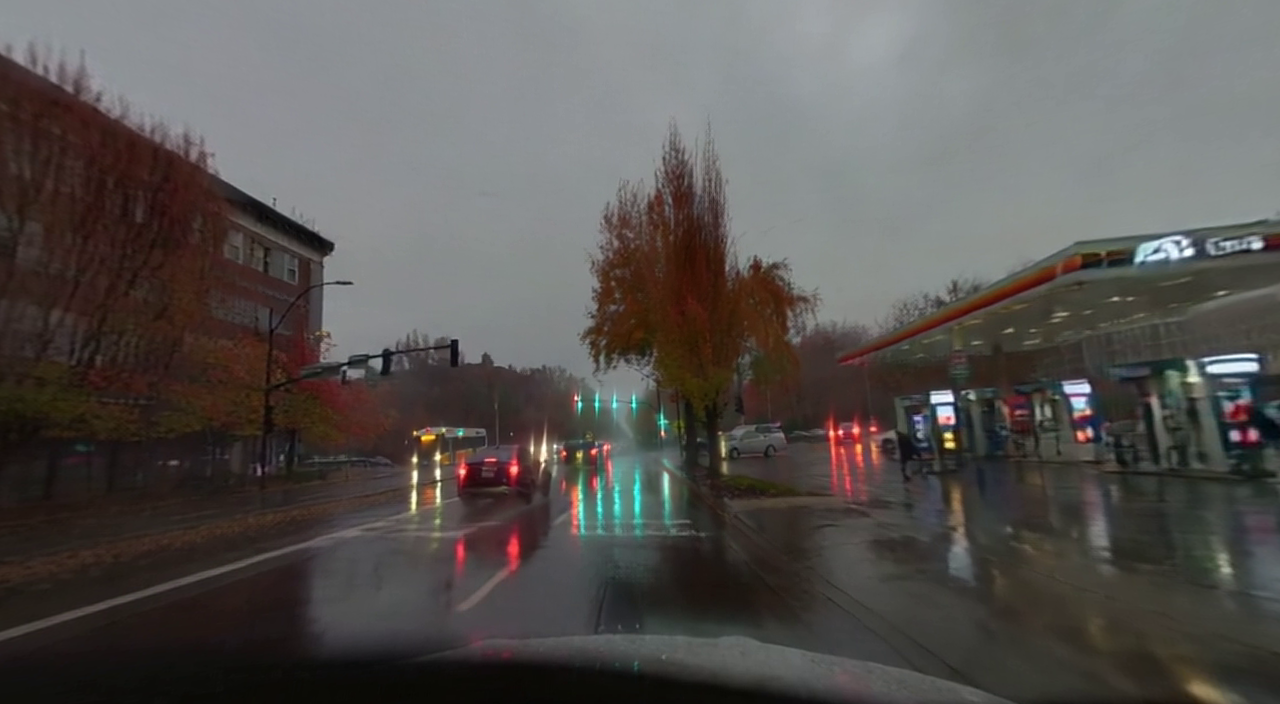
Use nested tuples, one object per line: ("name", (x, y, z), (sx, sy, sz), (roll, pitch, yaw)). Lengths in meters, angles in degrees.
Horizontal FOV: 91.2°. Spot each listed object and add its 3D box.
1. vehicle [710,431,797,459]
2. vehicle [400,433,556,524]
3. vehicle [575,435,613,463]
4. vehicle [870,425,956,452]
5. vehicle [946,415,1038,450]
("vehicle", (6.939, 5.748, 38.728), (4.894, 1.451, 2.089), (-3, -8, 0))
("vehicle", (-3.005, 2.444, 12.642), (2.092, 1.507, 4.078), (0, -9, -1))
("vehicle", (-3.021, 6.560, 42.420), (2.365, 1.751, 3.904), (0, -9, -1))
("vehicle", (15.917, 5.085, 36.719), (4.064, 1.507, 2.078), (0, -9, 1))
("vehicle", (20.580, 4.730, 36.721), (4.172, 1.687, 1.773), (-4, -8, -2))
